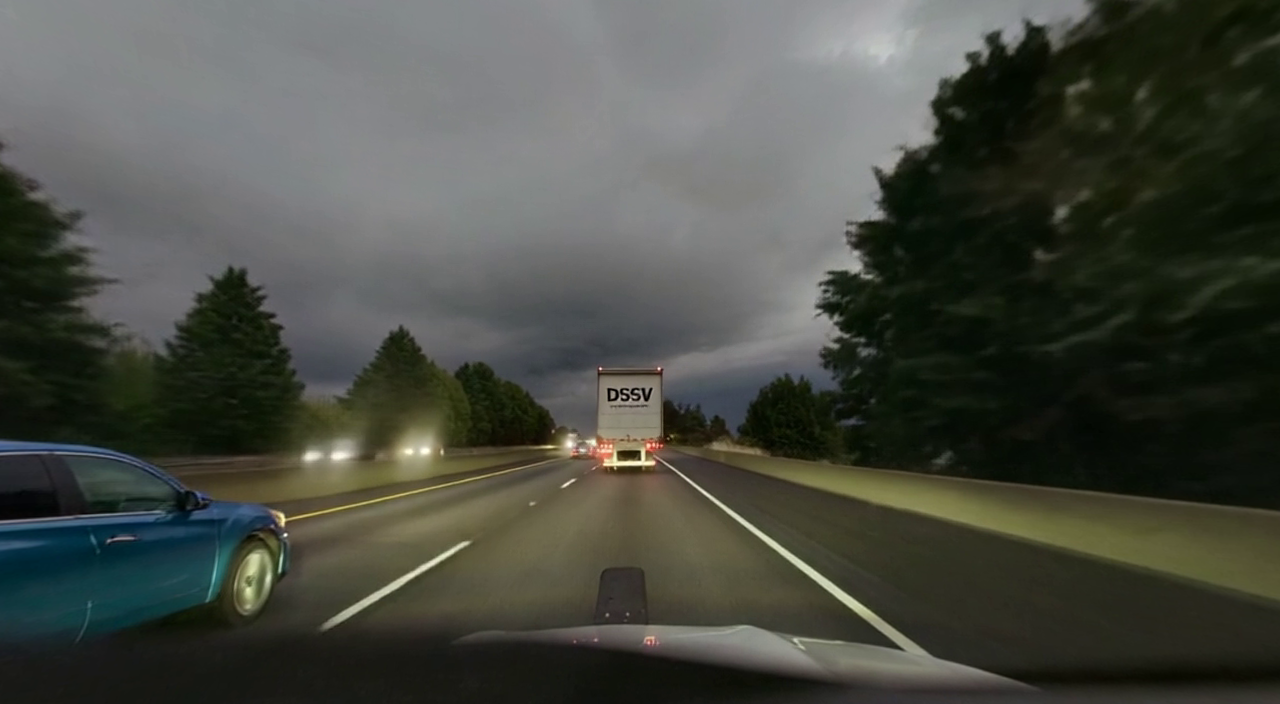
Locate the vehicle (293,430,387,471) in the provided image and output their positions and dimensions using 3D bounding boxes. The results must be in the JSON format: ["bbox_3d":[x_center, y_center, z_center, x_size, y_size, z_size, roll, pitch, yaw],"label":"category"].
[{"bbox_3d":[-12.610,4.169,26.829,1.891,1.563,4.247,0,-8,0],"label":"vehicle"}]

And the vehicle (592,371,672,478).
[{"bbox_3d":[-0.394,3.419,28.599,2.969,3.957,10.270,0,-8,-1],"label":"vehicle"}]

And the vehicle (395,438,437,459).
[{"bbox_3d":[-17.236,7.442,48.703,1.748,1.494,3.990,0,-8,0],"label":"vehicle"}]
